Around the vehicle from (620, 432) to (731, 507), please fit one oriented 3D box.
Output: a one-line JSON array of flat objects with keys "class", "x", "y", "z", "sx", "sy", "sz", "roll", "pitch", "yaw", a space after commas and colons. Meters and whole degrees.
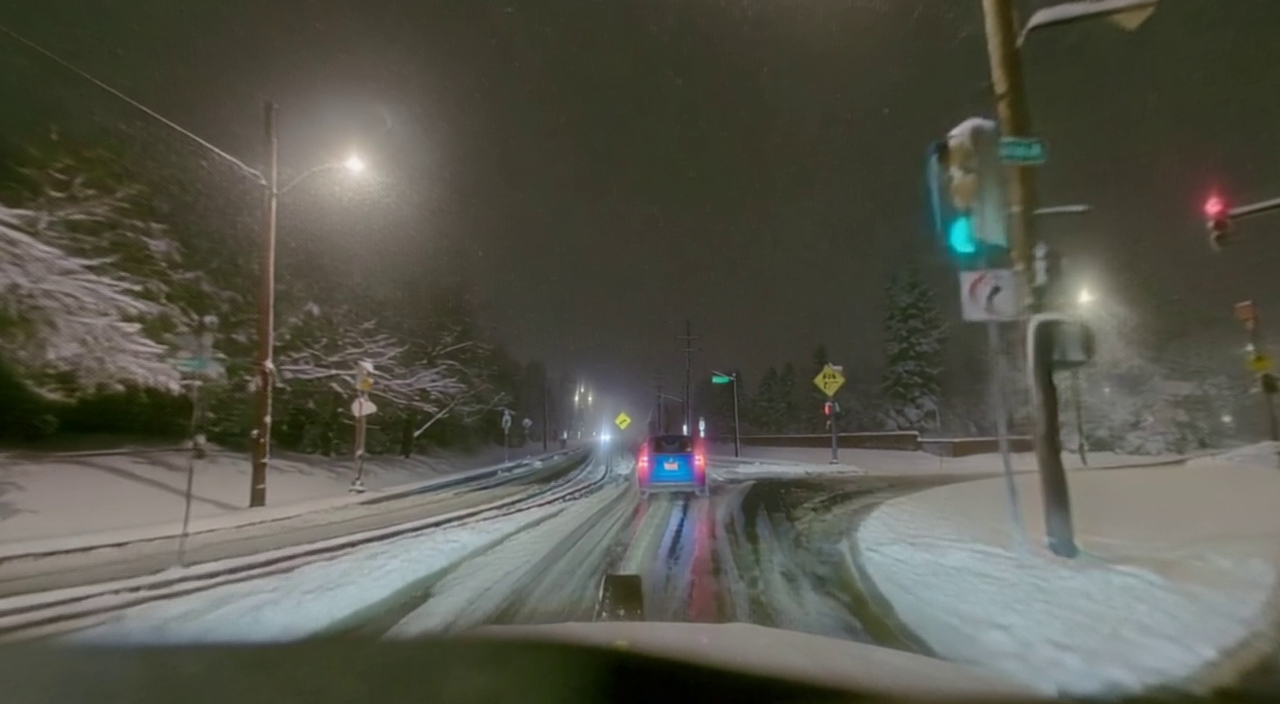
[{"class": "vehicle", "x": 0.808, "y": 2.748, "z": 15.342, "sx": 2.295, "sy": 1.510, "sz": 4.364, "roll": -1, "pitch": -8, "yaw": 2}]
